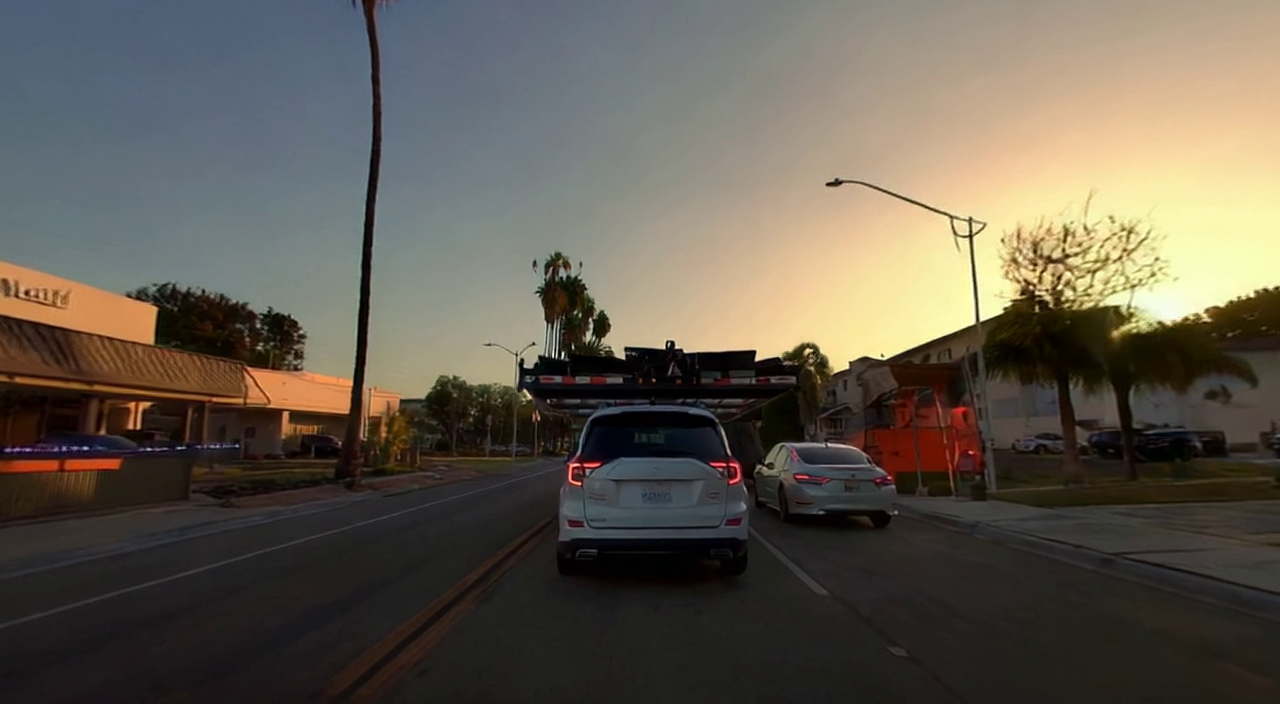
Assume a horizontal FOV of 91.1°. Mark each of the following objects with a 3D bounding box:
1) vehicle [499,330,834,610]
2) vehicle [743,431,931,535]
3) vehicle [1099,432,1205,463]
[{"bbox_3d":[0.187,1.430,8.492,2.728,2.305,6.506,0,-8,-1],"label":"vehicle"},{"bbox_3d":[3.223,2.217,11.282,2.010,1.499,4.107,0,-8,0],"label":"vehicle"},{"bbox_3d":[28.544,5.332,35.177,4.193,1.633,1.928,-5,-9,26],"label":"vehicle"}]
